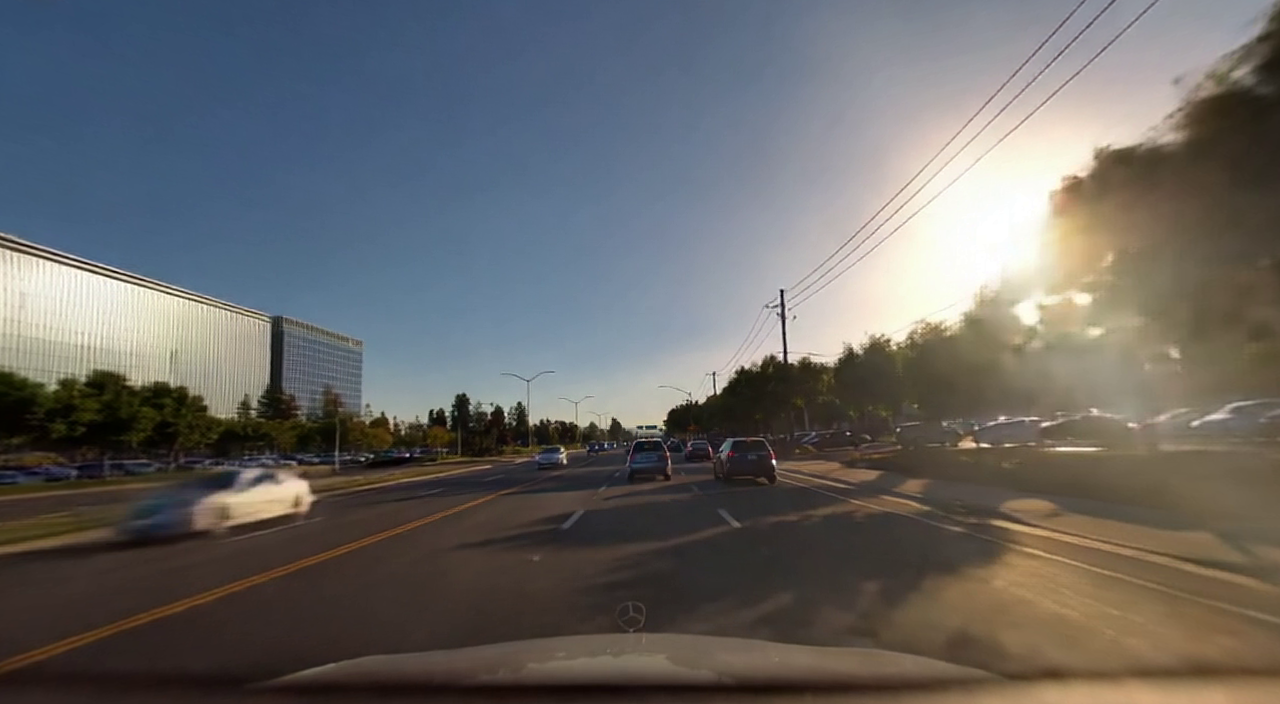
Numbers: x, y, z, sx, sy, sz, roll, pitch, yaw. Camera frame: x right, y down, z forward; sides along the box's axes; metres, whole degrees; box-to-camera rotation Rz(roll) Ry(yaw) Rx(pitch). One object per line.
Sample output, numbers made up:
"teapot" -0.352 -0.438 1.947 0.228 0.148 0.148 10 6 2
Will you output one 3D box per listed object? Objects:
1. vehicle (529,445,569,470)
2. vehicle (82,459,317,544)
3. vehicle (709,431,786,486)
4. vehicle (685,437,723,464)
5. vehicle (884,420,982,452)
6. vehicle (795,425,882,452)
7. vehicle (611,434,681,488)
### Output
"vehicle" -6.018 7.055 42.231 1.947 1.541 4.280 -1 -9 1
"vehicle" -9.680 3.266 14.476 2.040 1.507 4.598 -1 -8 1
"vehicle" 3.583 3.637 21.726 1.914 1.698 4.049 0 -9 0
"vehicle" 4.192 6.533 41.955 2.024 1.711 4.512 0 -8 0
"vehicle" 16.180 4.696 35.010 4.392 1.709 2.002 0 -9 -1
"vehicle" 15.333 6.695 48.812 5.731 1.720 2.822 -8 -10 31
"vehicle" 0.220 3.754 22.019 2.200 1.653 4.127 0 -8 1
